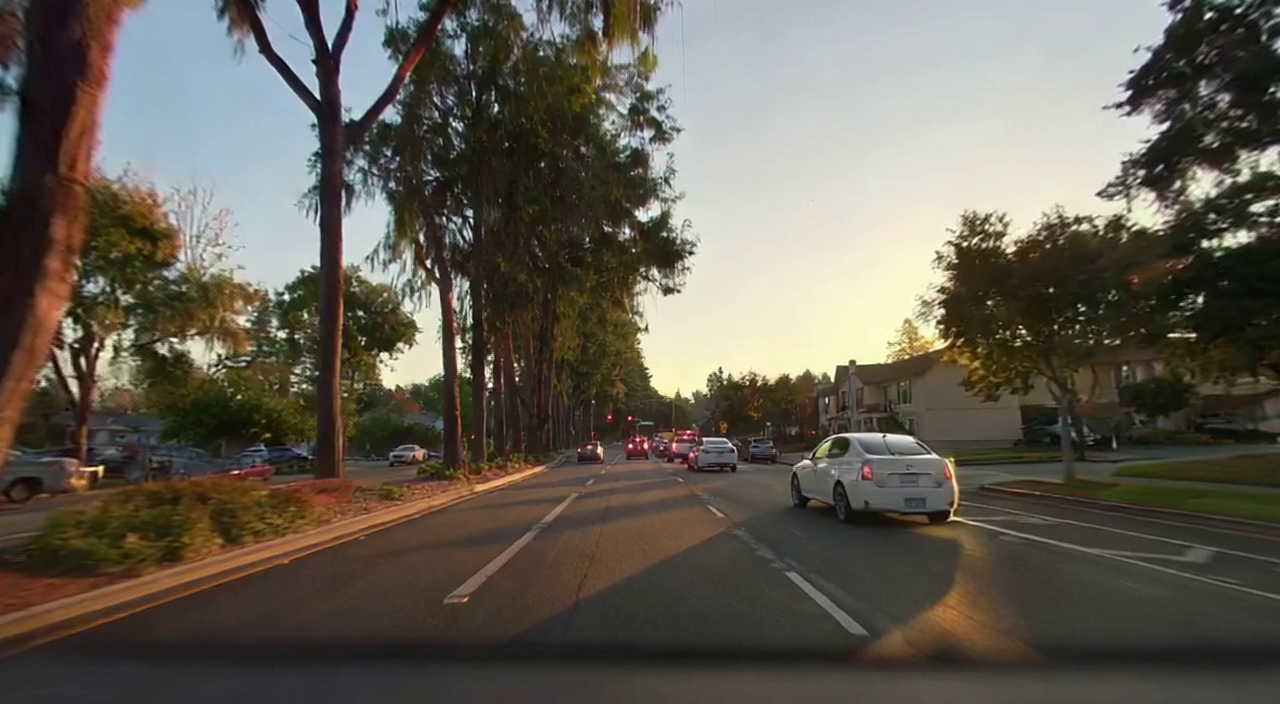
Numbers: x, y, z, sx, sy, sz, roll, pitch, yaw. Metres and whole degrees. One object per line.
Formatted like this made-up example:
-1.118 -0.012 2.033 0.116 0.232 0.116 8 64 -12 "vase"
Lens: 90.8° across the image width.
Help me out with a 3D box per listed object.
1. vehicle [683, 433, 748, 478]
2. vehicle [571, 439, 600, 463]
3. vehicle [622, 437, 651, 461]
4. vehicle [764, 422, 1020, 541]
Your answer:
3.022 4.289 26.369 2.041 1.688 4.717 0 -8 -1 "vehicle"
-4.136 7.601 48.628 2.083 1.691 4.398 0 -9 -3 "vehicle"
-0.295 7.313 47.495 2.052 1.693 4.554 0 -8 -1 "vehicle"
3.748 2.046 10.666 2.165 1.513 4.911 0 -9 -2 "vehicle"
